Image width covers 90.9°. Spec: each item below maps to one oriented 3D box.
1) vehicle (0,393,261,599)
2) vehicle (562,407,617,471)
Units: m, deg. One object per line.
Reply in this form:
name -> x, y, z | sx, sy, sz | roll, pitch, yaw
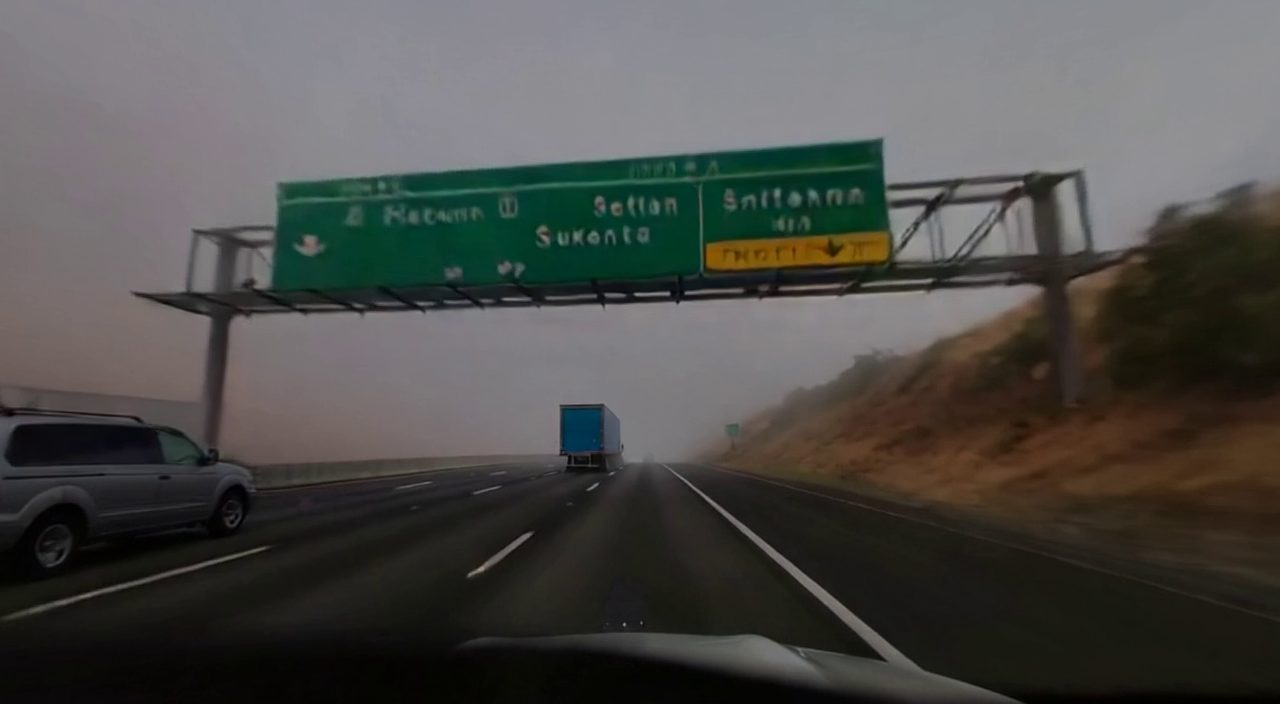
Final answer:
vehicle -> -6.914, 1.491, 6.949 | 2.175, 1.860, 5.236 | 0, -8, 0
vehicle -> -3.496, 6.656, 47.902 | 2.893, 4.073, 15.281 | 0, -8, 0
